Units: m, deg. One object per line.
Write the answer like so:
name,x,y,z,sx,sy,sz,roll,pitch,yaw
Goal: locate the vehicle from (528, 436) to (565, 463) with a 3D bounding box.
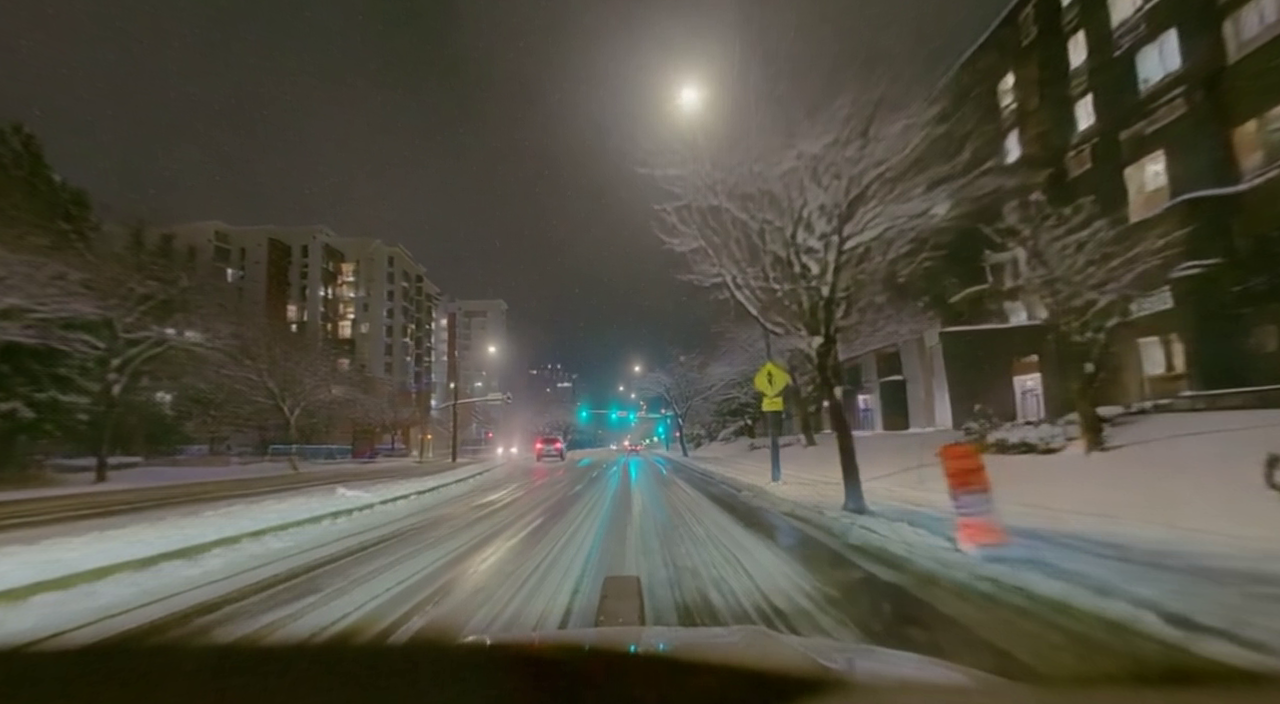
vehicle,-6.419,6.731,43.649,2.076,1.724,4.188,0,-8,-3
